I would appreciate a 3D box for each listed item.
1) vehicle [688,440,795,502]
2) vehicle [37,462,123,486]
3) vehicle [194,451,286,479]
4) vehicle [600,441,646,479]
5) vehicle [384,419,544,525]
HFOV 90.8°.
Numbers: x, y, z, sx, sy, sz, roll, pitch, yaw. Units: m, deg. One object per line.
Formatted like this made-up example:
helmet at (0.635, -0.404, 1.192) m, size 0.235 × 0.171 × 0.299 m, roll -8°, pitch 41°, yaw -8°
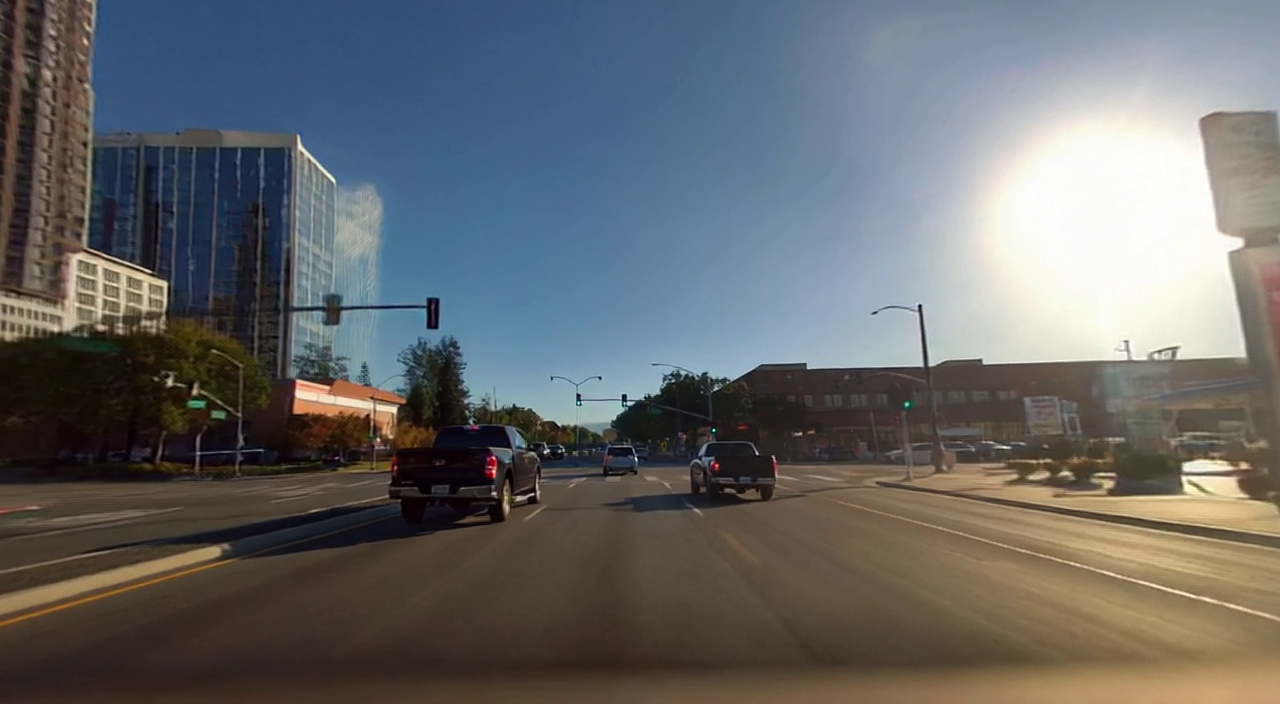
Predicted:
vehicle at (2.666, 3.264, 17.827) m, size 2.061 × 1.487 × 4.462 m, roll 0°, pitch -9°, yaw -3°
vehicle at (-37.969, 8.248, 42.918) m, size 3.849 × 1.510 × 1.865 m, roll 1°, pitch -9°, yaw -10°
vehicle at (-29.744, 8.412, 47.072) m, size 5.204 × 1.963 × 2.395 m, roll 0°, pitch -9°, yaw 2°
vehicle at (-0.847, 5.002, 29.460) m, size 2.029 × 1.605 × 3.827 m, roll 0°, pitch -9°, yaw -3°
vehicle at (-3.636, 2.603, 14.371) m, size 2.195 × 1.905 × 5.634 m, roll 0°, pitch -9°, yaw -2°
